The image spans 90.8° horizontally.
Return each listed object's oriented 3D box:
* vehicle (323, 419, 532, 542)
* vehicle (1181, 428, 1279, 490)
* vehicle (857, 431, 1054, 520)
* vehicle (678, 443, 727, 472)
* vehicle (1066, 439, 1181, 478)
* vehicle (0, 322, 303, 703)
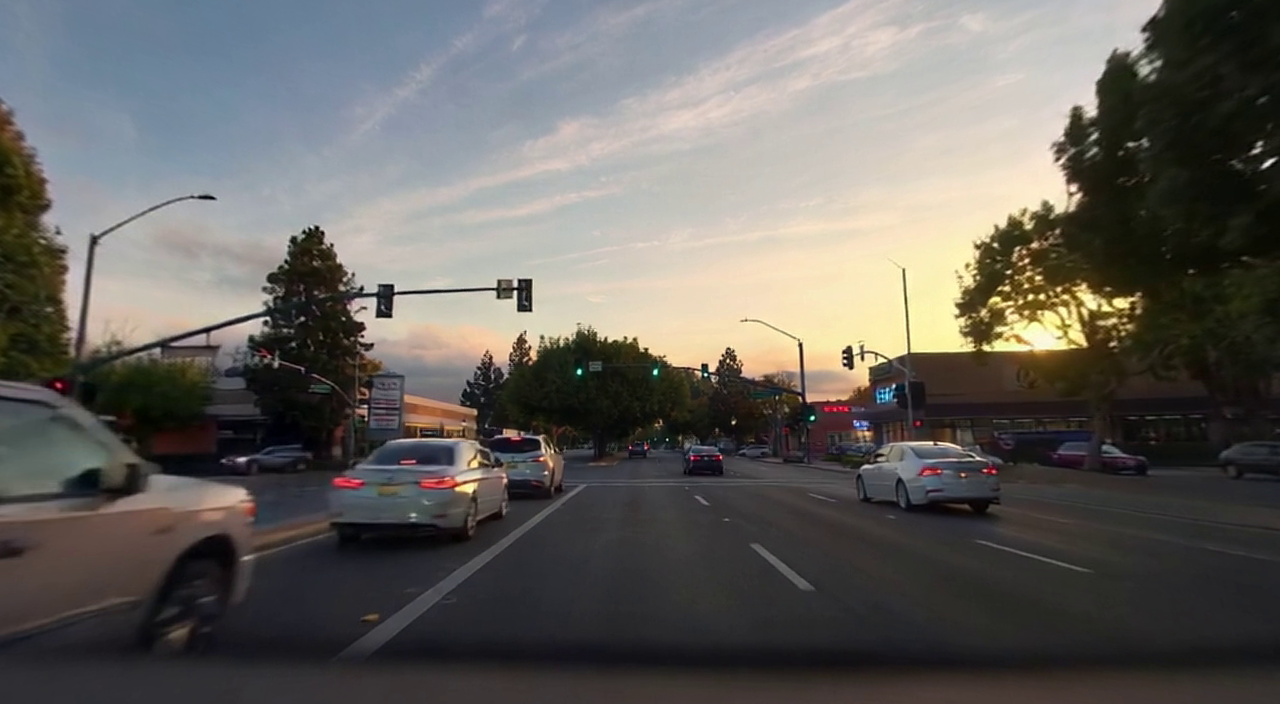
[{"bbox_3d":[-3.380,2.137,11.171,2.118,1.721,4.464,0,-8,0],"label":"vehicle"},{"bbox_3d":[19.372,3.263,19.618,4.688,1.713,2.308,5,-10,-30],"label":"vehicle"},{"bbox_3d":[6.744,2.667,14.252,2.002,1.651,4.647,0,-8,-1],"label":"vehicle"},{"bbox_3d":[3.319,5.705,34.466,2.099,1.463,4.365,0,-8,-1],"label":"vehicle"},{"bbox_3d":[19.937,4.348,26.022,4.361,1.469,2.113,5,-10,-29],"label":"vehicle"},{"bbox_3d":[-3.579,0.777,2.298,2.189,1.808,4.563,0,-8,0],"label":"vehicle"}]
